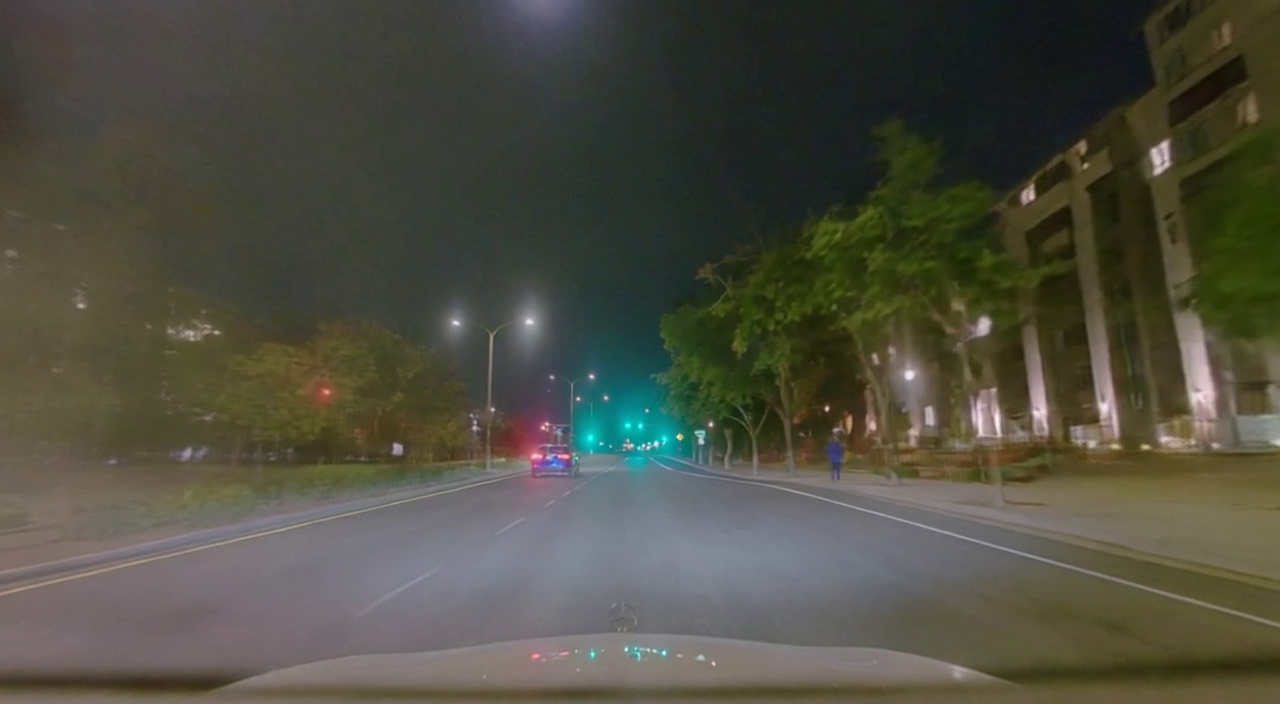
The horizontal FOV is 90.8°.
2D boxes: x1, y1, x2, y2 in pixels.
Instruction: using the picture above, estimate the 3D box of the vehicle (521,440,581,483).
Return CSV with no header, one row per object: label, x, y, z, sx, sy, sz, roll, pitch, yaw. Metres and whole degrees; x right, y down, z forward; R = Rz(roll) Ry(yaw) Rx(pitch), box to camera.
vehicle,-3.854,4.800,28.085,1.993,1.733,4.262,0,-9,1
